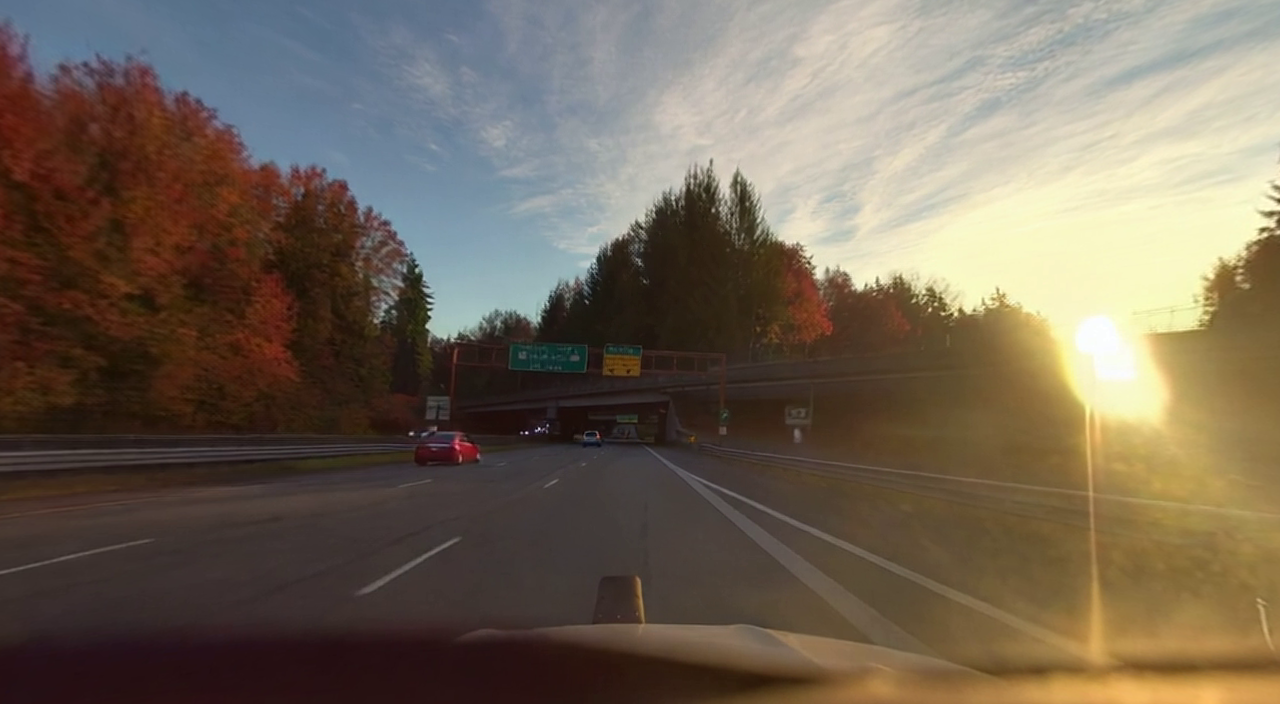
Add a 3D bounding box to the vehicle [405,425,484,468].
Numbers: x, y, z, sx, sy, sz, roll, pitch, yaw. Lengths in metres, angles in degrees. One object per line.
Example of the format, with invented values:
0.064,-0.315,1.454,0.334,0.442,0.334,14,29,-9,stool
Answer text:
-8.321,4.054,27.261,1.987,1.677,4.580,0,-8,0,vehicle
